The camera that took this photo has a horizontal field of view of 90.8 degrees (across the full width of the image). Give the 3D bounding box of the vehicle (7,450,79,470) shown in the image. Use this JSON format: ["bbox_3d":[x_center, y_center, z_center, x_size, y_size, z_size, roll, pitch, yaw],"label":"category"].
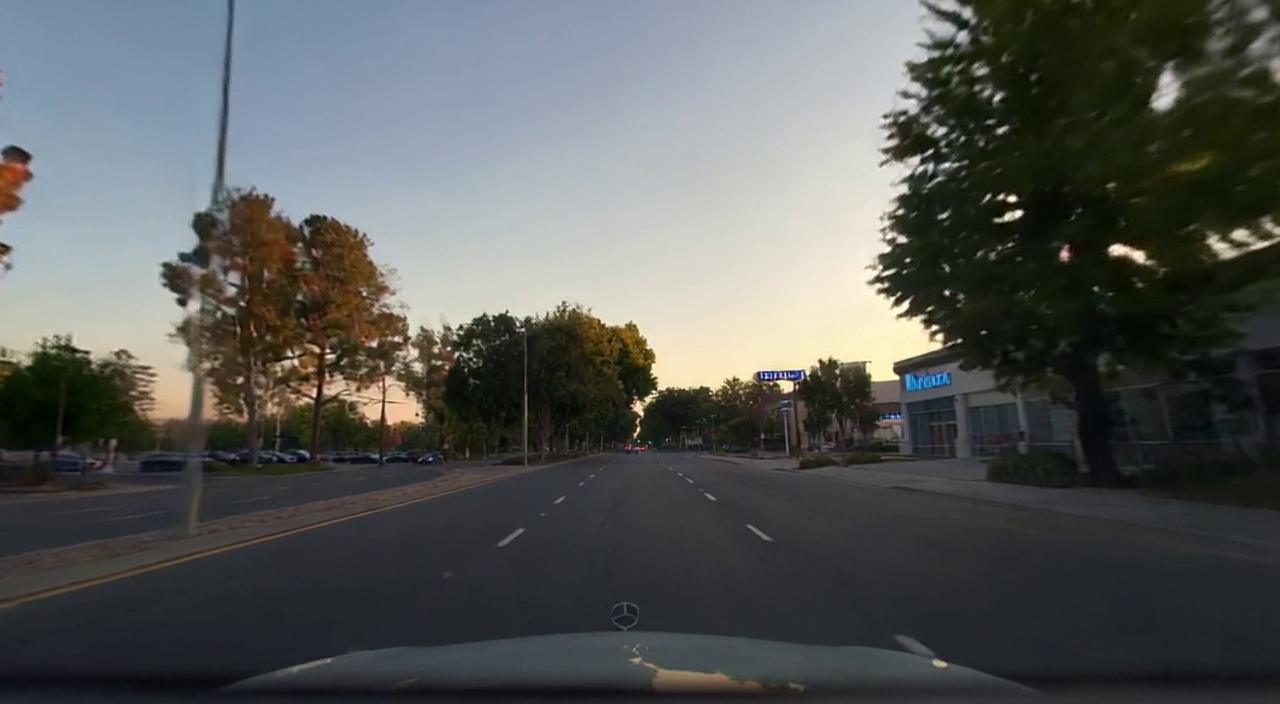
[{"bbox_3d":[-46.181,8.333,48.857,4.434,1.457,1.939,-3,-9,17],"label":"vehicle"}]

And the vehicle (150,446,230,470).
[{"bbox_3d":[-33.436,7.883,47.030,4.359,1.667,1.914,0,-8,-1],"label":"vehicle"}]
